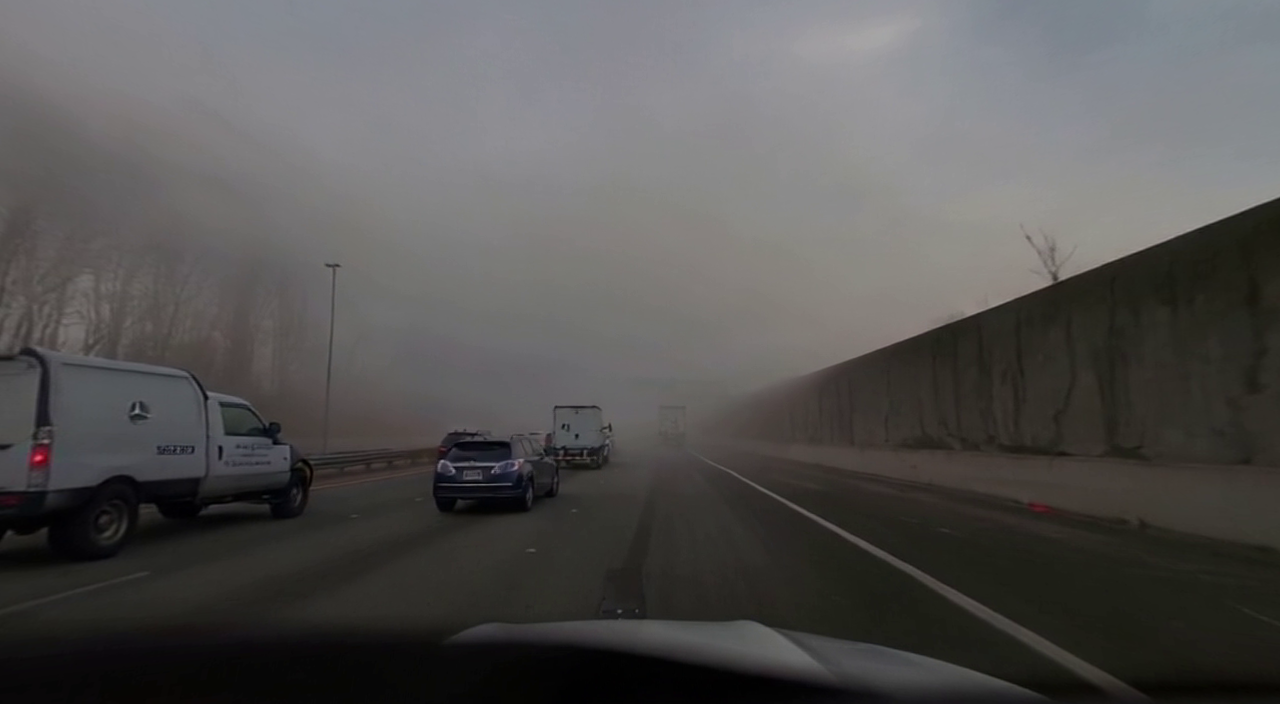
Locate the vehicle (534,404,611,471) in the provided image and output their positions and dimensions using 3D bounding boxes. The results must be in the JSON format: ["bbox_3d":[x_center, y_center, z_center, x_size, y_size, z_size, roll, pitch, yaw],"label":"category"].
[{"bbox_3d":[-2.678,3.592,26.454,2.427,2.514,5.159,0,-8,2],"label":"vehicle"}]

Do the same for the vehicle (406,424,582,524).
[{"bbox_3d":[-2.421,2.135,11.673,2.089,1.485,4.153,0,-8,3],"label":"vehicle"}]

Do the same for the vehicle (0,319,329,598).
[{"bbox_3d":[-6.805,1.309,8.244,2.386,2.435,5.831,0,-8,1],"label":"vehicle"}]
